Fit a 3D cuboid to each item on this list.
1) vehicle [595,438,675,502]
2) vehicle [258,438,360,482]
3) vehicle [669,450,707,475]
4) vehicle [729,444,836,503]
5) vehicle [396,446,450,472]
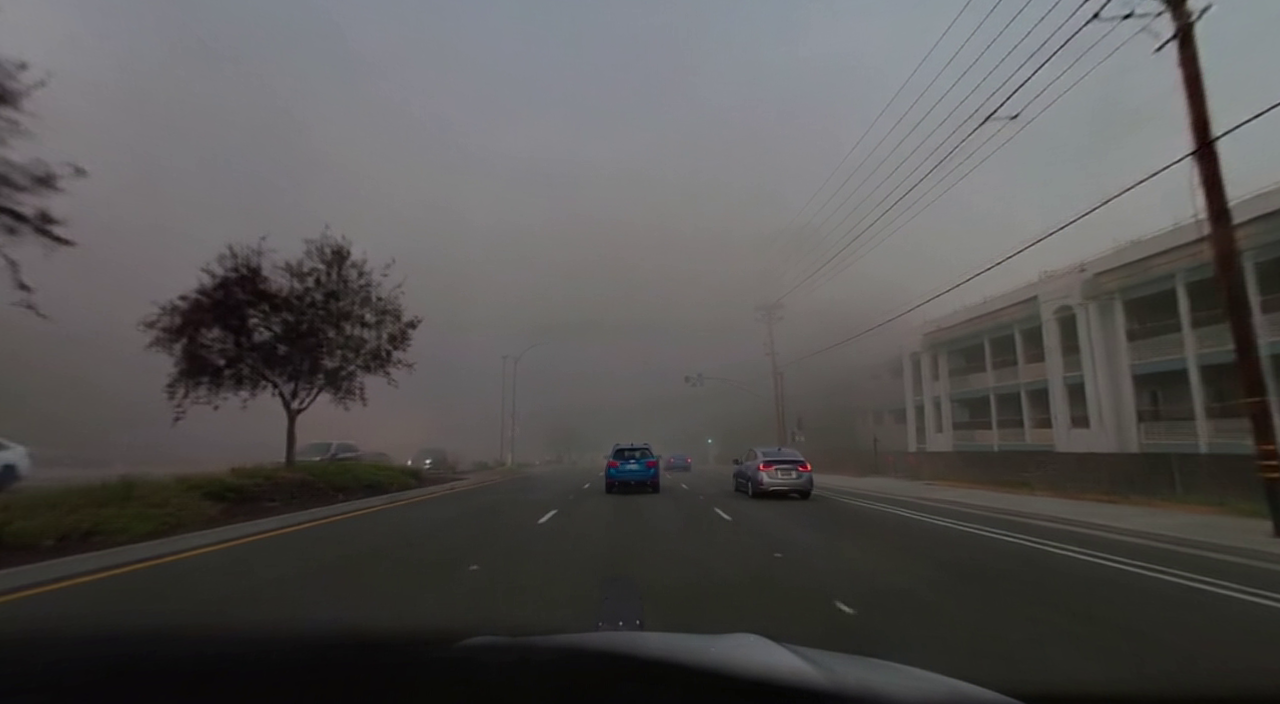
[{"bbox_3d":[-0.178,3.350,18.355,2.073,1.606,3.933,0,-8,-1],"label":"vehicle"},{"bbox_3d":[-14.212,4.653,27.486,2.064,1.745,4.495,0,-9,-1],"label":"vehicle"},{"bbox_3d":[3.081,7.201,41.316,2.054,1.461,4.321,0,-8,-1],"label":"vehicle"},{"bbox_3d":[4.104,3.566,19.003,2.086,1.534,4.351,0,-9,-1],"label":"vehicle"},{"bbox_3d":[-14.443,7.132,42.315,2.064,1.676,4.332,0,-9,1],"label":"vehicle"}]
